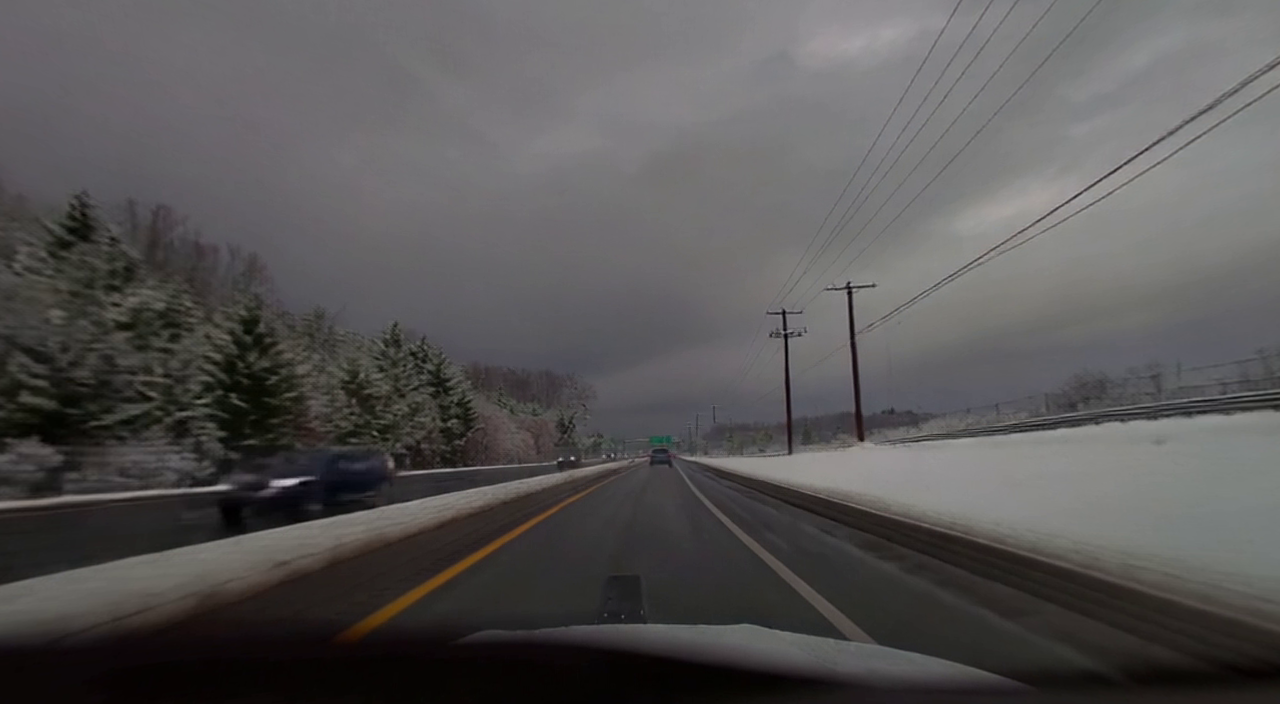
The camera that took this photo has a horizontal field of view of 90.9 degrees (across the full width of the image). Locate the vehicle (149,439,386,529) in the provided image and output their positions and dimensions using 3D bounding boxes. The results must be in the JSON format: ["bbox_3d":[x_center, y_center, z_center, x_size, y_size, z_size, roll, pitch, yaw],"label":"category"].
[{"bbox_3d":[-7.146,2.561,12.784,2.034,1.492,4.319,-1,-9,2],"label":"vehicle"}]

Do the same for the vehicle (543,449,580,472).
[{"bbox_3d":[-5.457,7.586,44.370,1.900,1.515,4.379,-1,-9,3],"label":"vehicle"}]

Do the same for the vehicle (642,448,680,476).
[{"bbox_3d":[1.213,6.303,36.340,2.080,1.486,3.813,-1,-9,2],"label":"vehicle"}]
